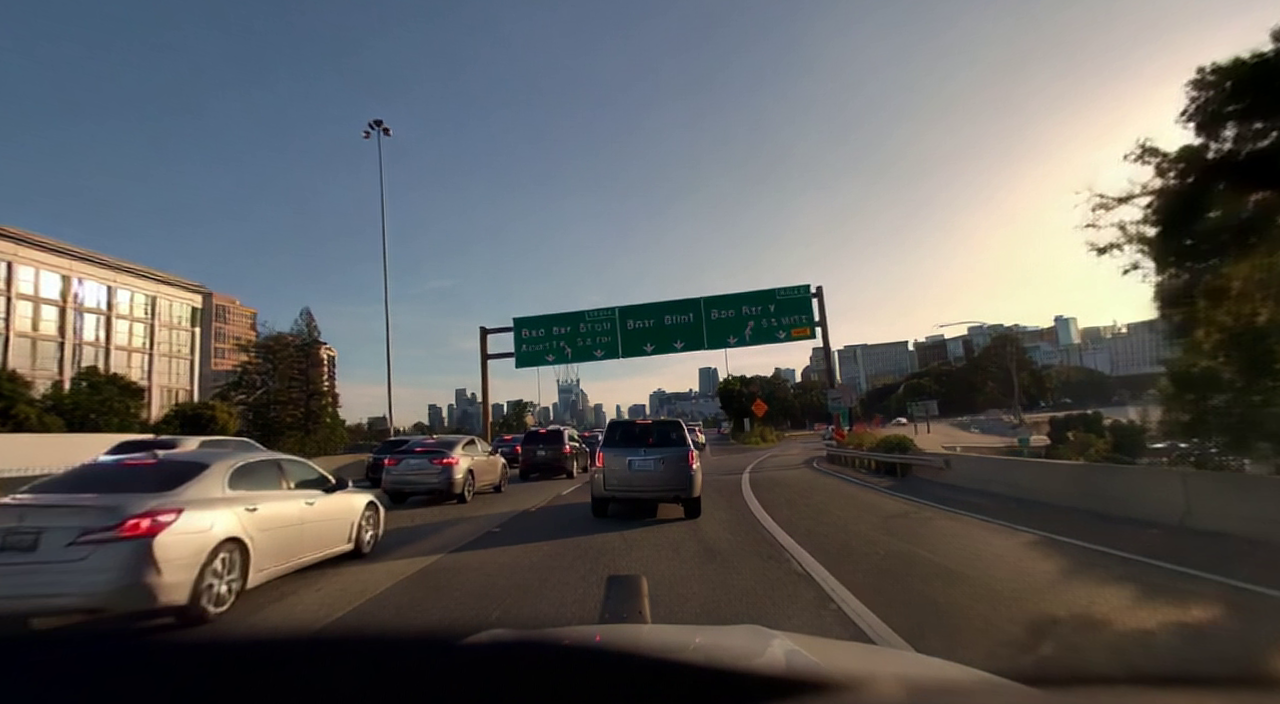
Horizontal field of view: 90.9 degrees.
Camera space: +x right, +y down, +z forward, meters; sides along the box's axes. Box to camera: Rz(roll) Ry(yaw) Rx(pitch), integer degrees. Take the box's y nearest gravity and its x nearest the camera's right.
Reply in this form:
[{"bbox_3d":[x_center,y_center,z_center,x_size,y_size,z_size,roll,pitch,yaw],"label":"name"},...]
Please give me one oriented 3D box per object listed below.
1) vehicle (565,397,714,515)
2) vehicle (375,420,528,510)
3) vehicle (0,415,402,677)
[{"bbox_3d":[0.072,2.280,14.156,2.616,2.063,5.933,0,-9,2],"label":"vehicle"},{"bbox_3d":[-4.058,2.530,14.511,1.953,1.729,4.377,0,-9,3],"label":"vehicle"},{"bbox_3d":[-4.123,1.433,5.820,2.087,1.481,4.225,0,-9,2],"label":"vehicle"}]
